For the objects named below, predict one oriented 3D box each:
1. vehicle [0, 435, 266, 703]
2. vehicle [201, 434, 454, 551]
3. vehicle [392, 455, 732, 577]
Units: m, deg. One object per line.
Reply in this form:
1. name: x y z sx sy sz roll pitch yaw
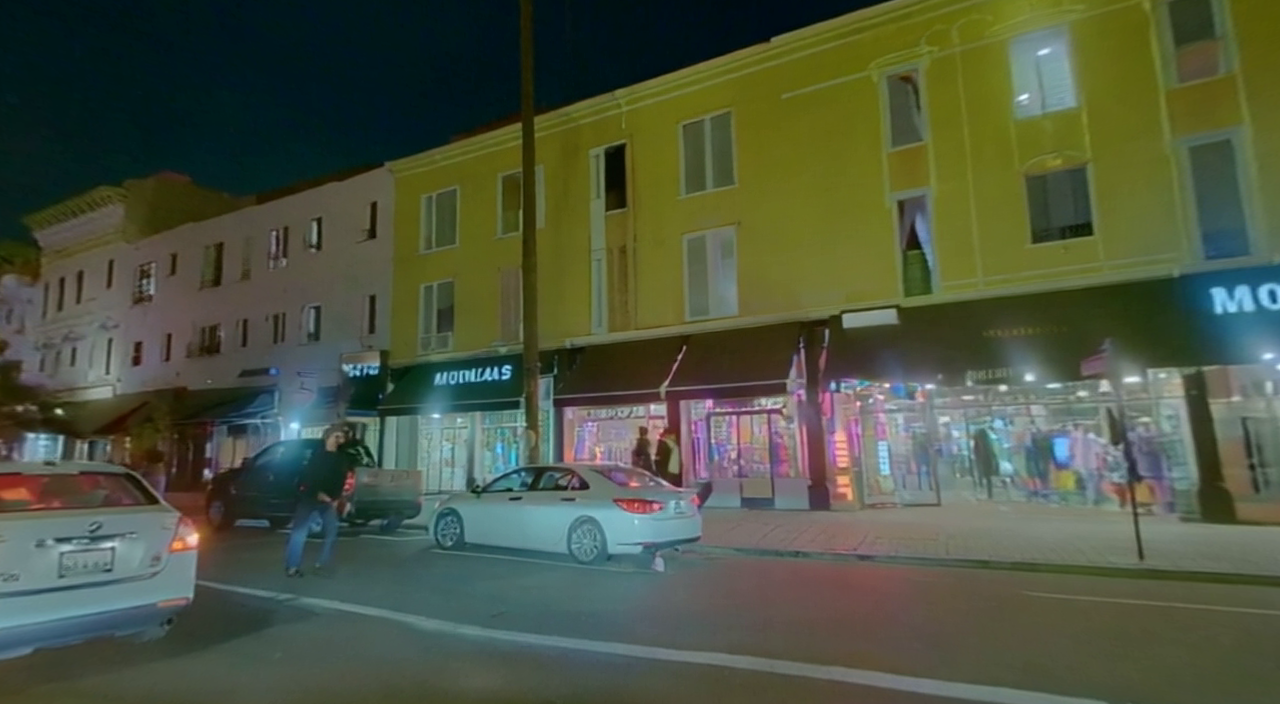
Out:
1. vehicle: -5.151 1.406 4.876 4.330 1.458 1.932 -5 -10 30
2. vehicle: -6.003 2.554 12.108 4.580 1.853 1.862 -5 -10 27
3. vehicle: -1.221 2.301 9.569 4.830 1.421 1.826 -4 -9 25
